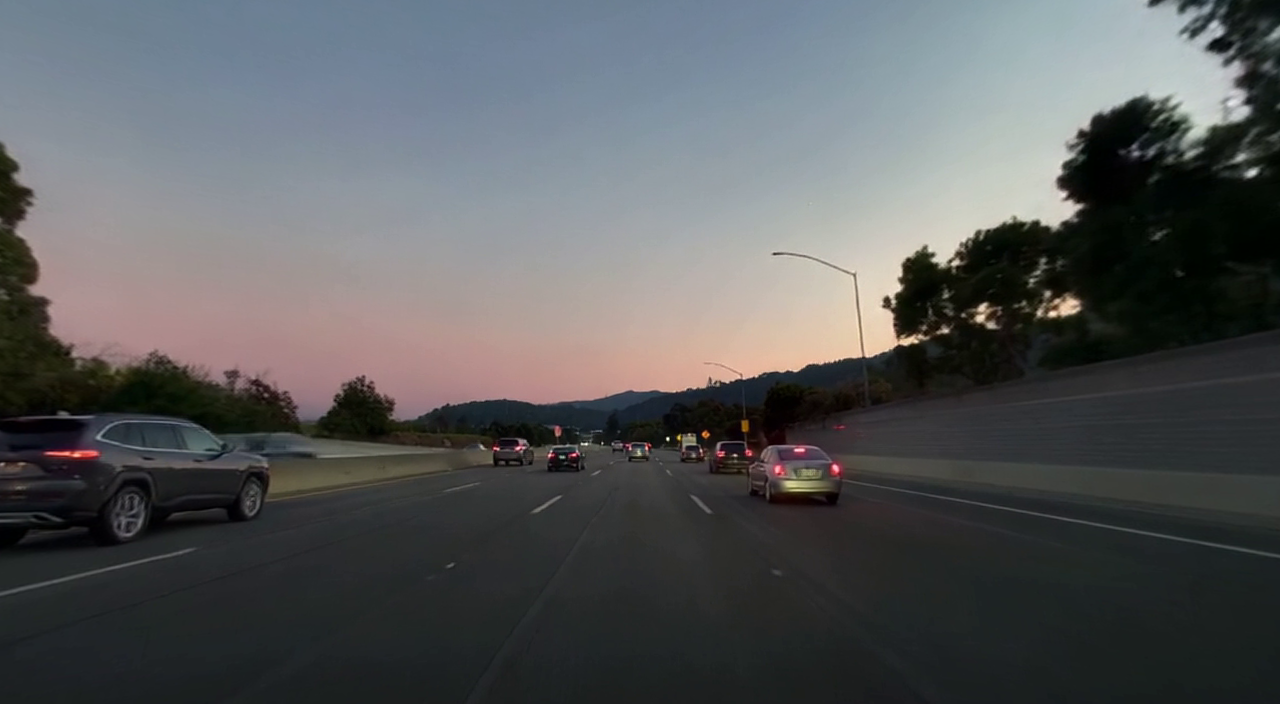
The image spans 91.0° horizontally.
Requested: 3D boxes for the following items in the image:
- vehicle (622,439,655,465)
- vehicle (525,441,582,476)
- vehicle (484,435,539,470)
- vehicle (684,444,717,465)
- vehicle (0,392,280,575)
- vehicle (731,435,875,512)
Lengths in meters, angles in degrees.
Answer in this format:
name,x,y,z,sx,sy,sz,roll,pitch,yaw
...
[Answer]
name,x,y,z,sx,sy,sz,roll,pitch,yaw
vehicle,-0.115,6.962,43.969,2.158,1.706,4.219,0,-9,0
vehicle,-4.001,4.994,29.699,2.071,1.478,4.130,0,-9,0
vehicle,-7.076,5.595,35.202,2.111,1.811,4.391,0,-9,1
vehicle,4.318,7.393,45.565,1.944,1.465,4.245,0,-9,0
vehicle,-7.419,1.683,8.743,2.142,1.849,4.566,0,-9,-1
vehicle,3.561,2.767,14.771,2.141,1.507,4.510,0,-9,0
